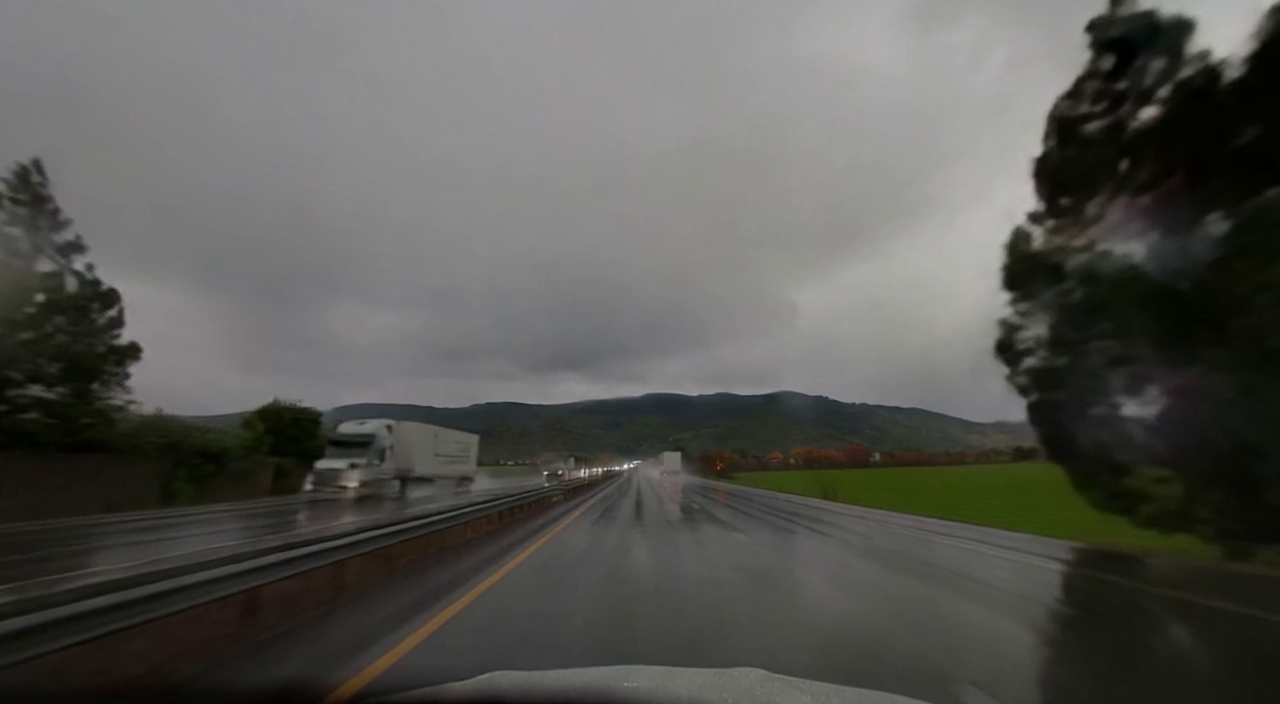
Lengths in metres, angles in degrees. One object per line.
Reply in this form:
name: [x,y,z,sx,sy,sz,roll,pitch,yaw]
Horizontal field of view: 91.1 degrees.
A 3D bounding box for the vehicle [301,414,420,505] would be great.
vehicle: [-13.472,5.308,30.960,3.026,3.995,5.825,1,-11,0]
